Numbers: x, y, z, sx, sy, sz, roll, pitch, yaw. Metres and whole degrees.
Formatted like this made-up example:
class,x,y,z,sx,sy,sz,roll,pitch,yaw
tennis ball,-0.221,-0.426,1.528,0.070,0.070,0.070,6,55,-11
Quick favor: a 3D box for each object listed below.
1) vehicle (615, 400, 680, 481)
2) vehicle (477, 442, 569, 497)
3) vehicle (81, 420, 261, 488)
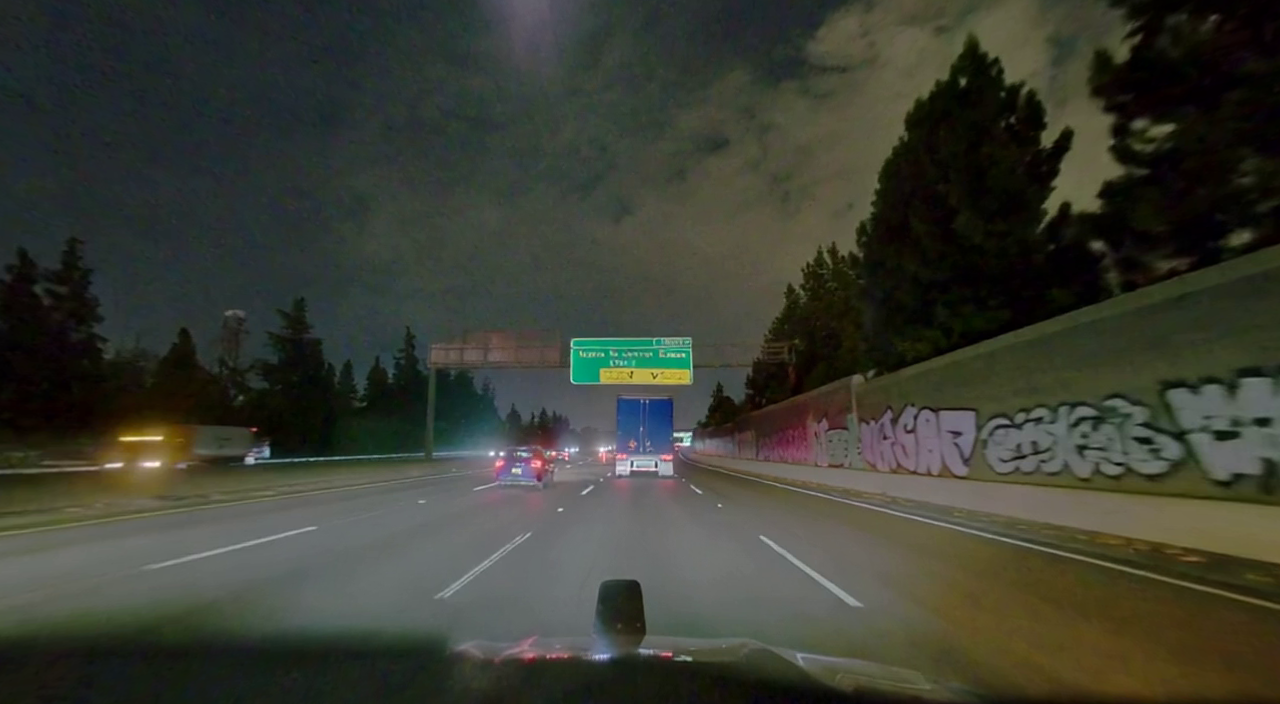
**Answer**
class,x,y,z,sx,sy,sz,roll,pitch,yaw
vehicle,0.220,4.792,33.677,2.915,3.661,9.741,0,-9,-1
vehicle,-3.468,3.580,19.541,2.020,1.505,4.171,0,-9,1
vehicle,-17.789,3.950,24.520,2.348,2.266,6.059,0,-9,-1
